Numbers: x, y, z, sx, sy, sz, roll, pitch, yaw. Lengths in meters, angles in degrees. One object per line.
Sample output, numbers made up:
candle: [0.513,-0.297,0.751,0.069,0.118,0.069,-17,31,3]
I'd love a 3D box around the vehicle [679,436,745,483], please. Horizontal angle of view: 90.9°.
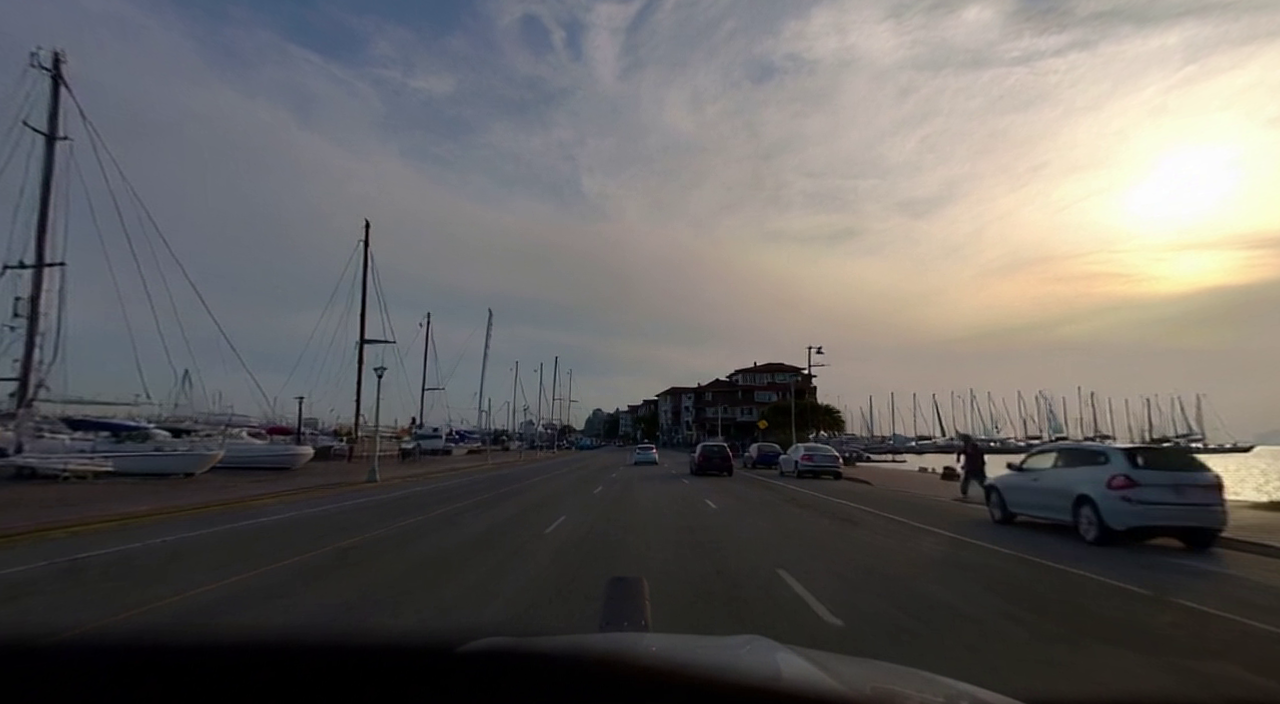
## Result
vehicle: [2.681,4.127,24.460,2.047,1.640,4.051,0,-9,0]

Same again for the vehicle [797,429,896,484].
vehicle: [7.937,4.090,24.861,2.056,1.896,5.062,0,-9,-1]

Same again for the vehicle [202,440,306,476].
vehicle: [-18.020,4.972,29.733,1.840,1.522,4.695,-1,-9,1]

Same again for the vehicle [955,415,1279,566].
vehicle: [7.206,1.997,9.902,2.029,1.750,4.825,0,-9,1]

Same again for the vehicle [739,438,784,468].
vehicle: [7.969,6.667,41.729,1.969,1.852,4.514,0,-9,-1]

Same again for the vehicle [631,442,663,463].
vehicle: [0.520,7.598,47.618,2.284,1.496,3.949,-1,-9,1]
